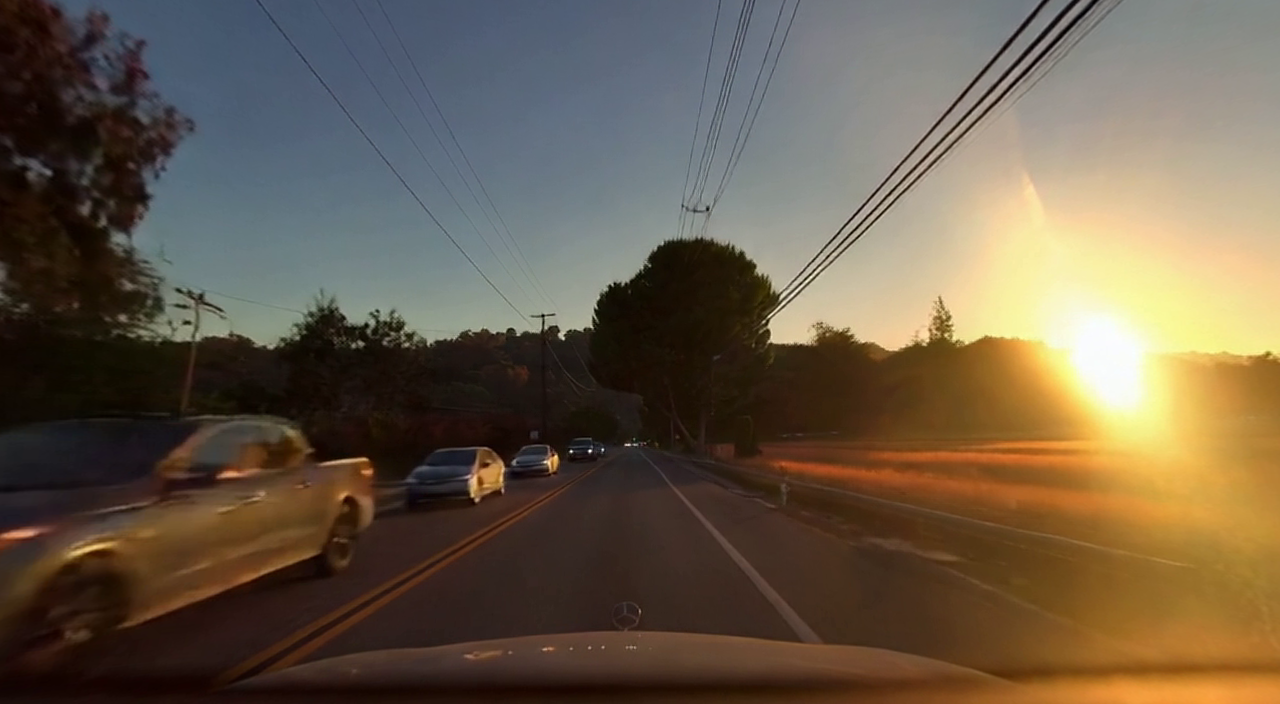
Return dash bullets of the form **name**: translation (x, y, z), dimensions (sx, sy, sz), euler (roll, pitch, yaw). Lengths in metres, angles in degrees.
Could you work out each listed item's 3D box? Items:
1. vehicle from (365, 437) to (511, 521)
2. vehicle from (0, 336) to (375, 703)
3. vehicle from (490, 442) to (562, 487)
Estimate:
- **vehicle**: translation (-4.679, 2.960, 15.527), dimensions (2.153, 1.630, 4.822), euler (-2, -8, -2)
- **vehicle**: translation (-4.151, 1.213, 4.963), dimensions (2.261, 1.901, 4.549), euler (-3, -8, -1)
- **vehicle**: translation (-4.738, 4.717, 27.007), dimensions (2.224, 1.612, 4.927), euler (-3, -8, -1)
